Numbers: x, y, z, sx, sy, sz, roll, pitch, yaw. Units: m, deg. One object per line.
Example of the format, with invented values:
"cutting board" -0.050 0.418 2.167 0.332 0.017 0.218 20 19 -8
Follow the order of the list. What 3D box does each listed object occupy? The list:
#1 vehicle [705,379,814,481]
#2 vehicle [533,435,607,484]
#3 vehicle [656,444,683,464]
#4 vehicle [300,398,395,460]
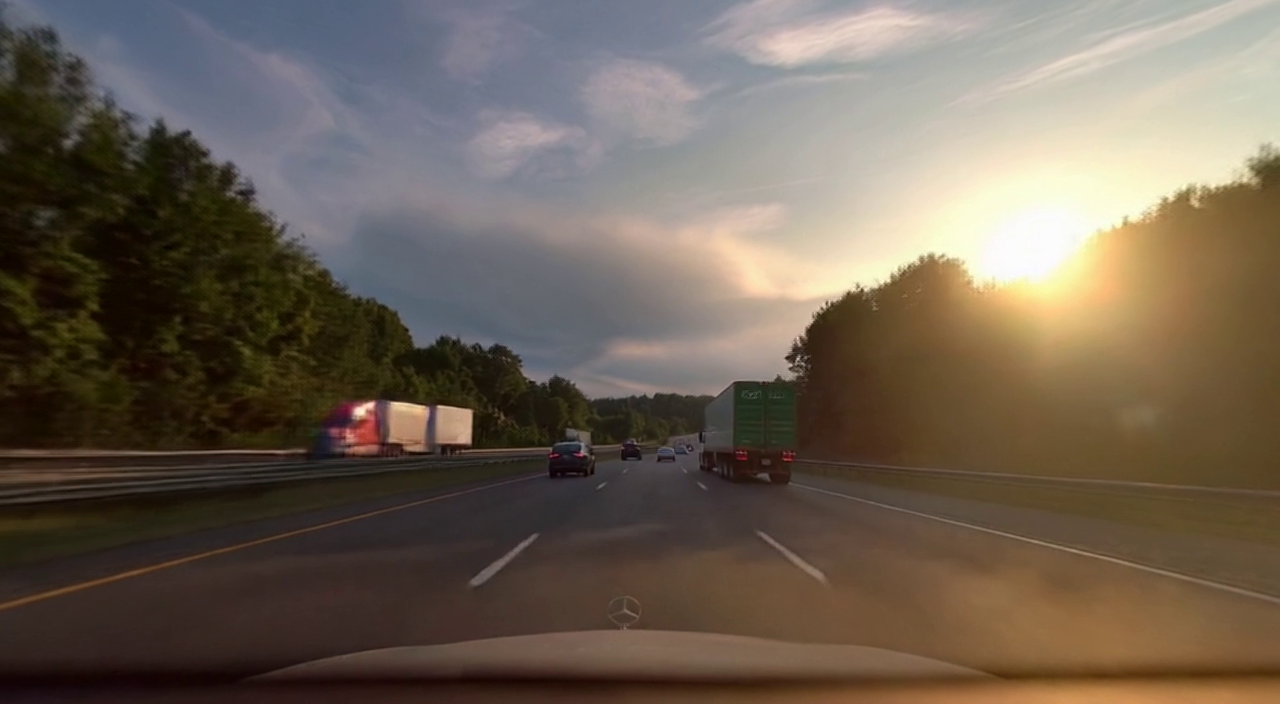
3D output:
"vehicle" 5.418 4.113 31.807 3.057 3.993 13.914 0 -9 1
"vehicle" -2.621 4.158 24.644 2.205 1.728 4.397 0 -9 2
"vehicle" 2.334 7.947 49.194 1.990 1.537 3.725 -1 -9 3
"vehicle" -19.501 5.276 42.455 3.086 3.842 5.980 -1 -9 4
